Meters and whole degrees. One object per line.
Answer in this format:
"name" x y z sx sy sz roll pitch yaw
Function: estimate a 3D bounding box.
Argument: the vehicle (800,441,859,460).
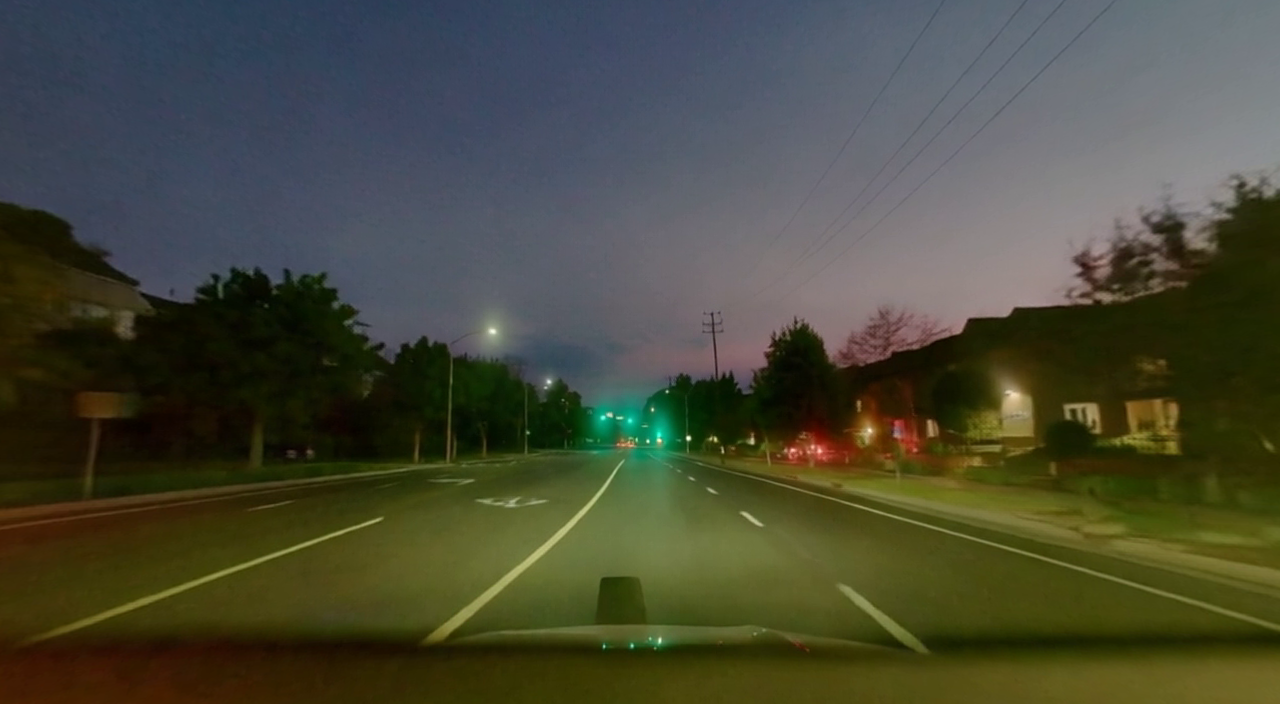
"vehicle" 14.723 7.650 49.037 4.253 1.397 1.717 -3 -9 17

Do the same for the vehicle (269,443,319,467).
"vehicle" -25.051 7.490 45.825 1.958 1.668 4.701 3 -9 -14
